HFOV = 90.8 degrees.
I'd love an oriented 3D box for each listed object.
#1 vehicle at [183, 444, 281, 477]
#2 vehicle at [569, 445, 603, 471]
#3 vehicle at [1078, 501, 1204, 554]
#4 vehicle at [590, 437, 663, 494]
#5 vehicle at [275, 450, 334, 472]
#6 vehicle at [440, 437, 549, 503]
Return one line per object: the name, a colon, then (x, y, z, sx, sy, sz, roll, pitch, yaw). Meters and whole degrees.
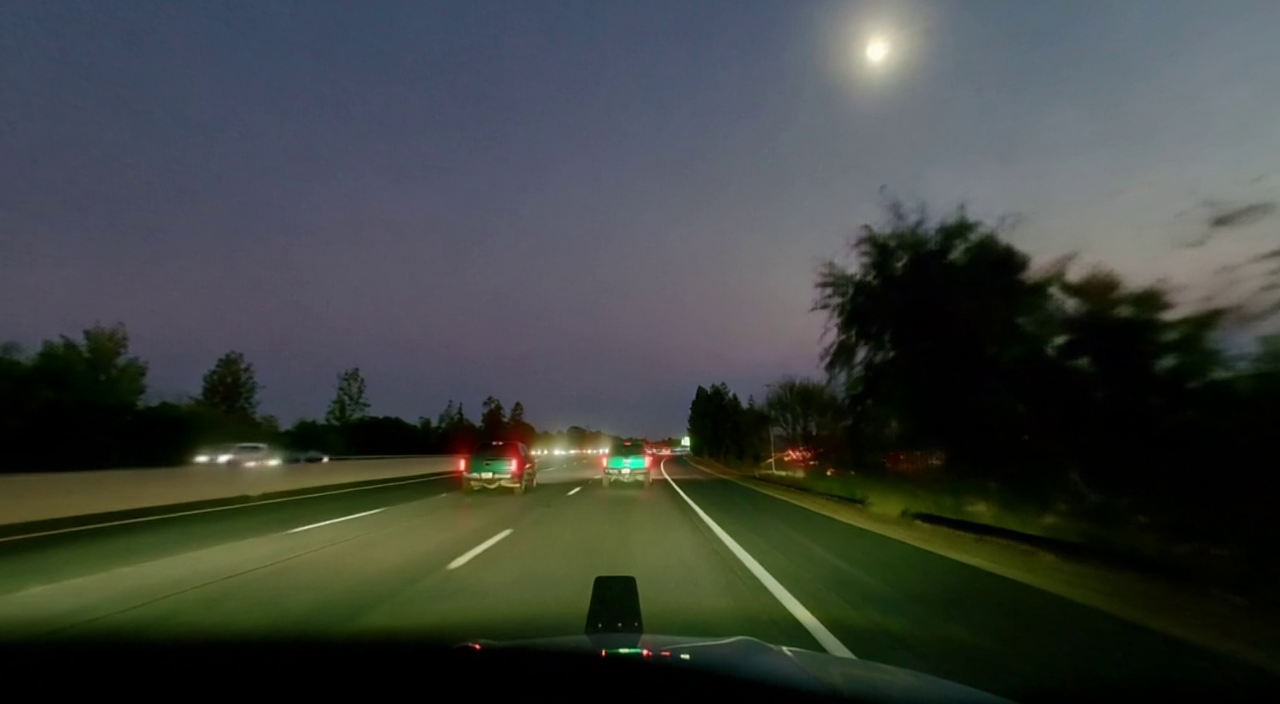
vehicle: (-21.649, 5.754, 33.786, 2.053, 1.639, 4.685, 0, -8, 1)
vehicle: (-3.907, 7.794, 46.590, 1.991, 1.776, 4.333, 0, -8, 2)
vehicle: (20.933, 7.318, 26.692, 1.956, 1.594, 4.425, -1, -8, 5)
vehicle: (-0.385, 3.879, 22.014, 2.293, 1.753, 4.380, 0, -8, 1)
vehicle: (-24.524, 7.978, 46.382, 1.883, 1.458, 4.499, 0, -8, 0)
vehicle: (-4.174, 3.465, 19.098, 2.038, 1.704, 5.181, 0, -8, 0)
